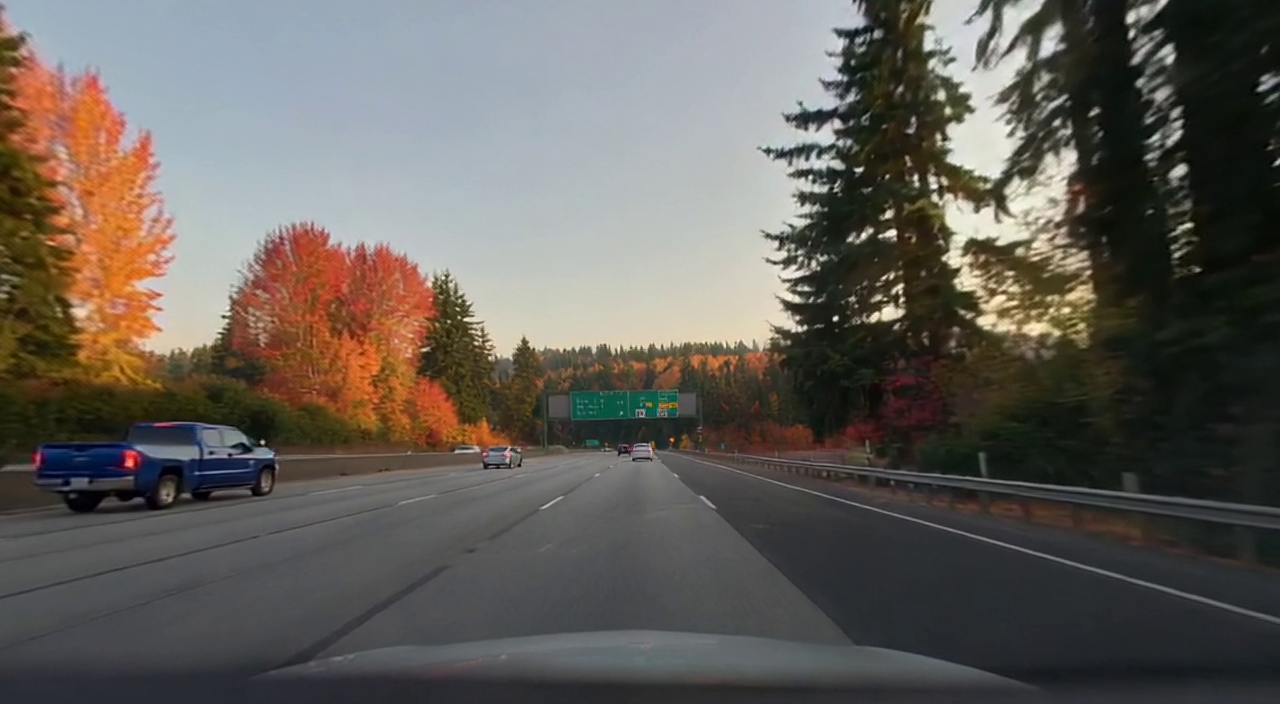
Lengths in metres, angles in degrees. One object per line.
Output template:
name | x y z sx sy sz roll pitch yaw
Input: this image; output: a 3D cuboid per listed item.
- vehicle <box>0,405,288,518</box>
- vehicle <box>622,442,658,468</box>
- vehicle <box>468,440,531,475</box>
vehicle | -10.774 2.349 14.065 2.347 1.984 5.778 0 -8 2
vehicle | 0.056 6.102 37.511 1.984 1.471 4.202 0 -8 2
vehicle | -6.542 4.949 29.840 1.919 1.499 4.234 0 -8 1
